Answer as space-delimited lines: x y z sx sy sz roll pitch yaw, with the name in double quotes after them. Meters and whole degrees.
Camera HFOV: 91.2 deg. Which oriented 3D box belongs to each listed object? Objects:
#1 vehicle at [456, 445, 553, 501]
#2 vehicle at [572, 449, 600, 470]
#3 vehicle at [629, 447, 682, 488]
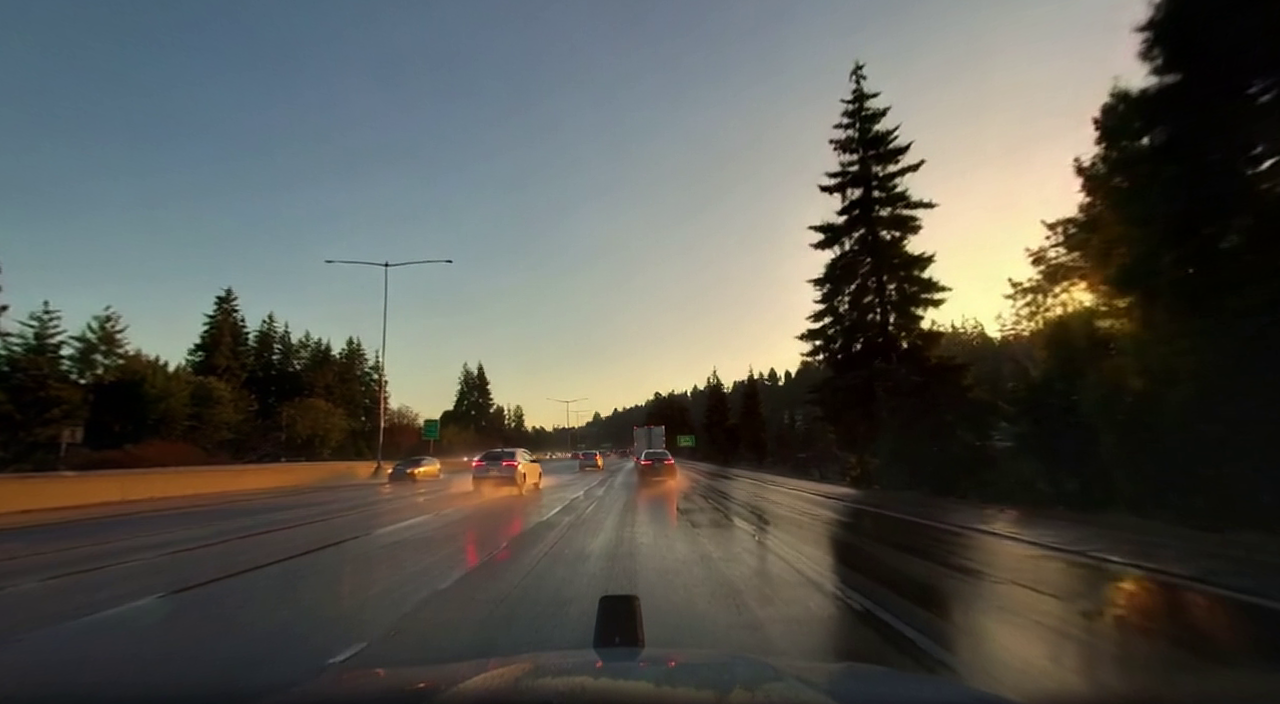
-3.960 3.612 19.125 1.940 1.502 4.463 0 -9 1 "vehicle"
-4.066 8.122 47.594 1.837 1.530 3.844 0 -9 0 "vehicle"
0.580 4.678 25.733 2.015 1.526 4.286 0 -9 0 "vehicle"
